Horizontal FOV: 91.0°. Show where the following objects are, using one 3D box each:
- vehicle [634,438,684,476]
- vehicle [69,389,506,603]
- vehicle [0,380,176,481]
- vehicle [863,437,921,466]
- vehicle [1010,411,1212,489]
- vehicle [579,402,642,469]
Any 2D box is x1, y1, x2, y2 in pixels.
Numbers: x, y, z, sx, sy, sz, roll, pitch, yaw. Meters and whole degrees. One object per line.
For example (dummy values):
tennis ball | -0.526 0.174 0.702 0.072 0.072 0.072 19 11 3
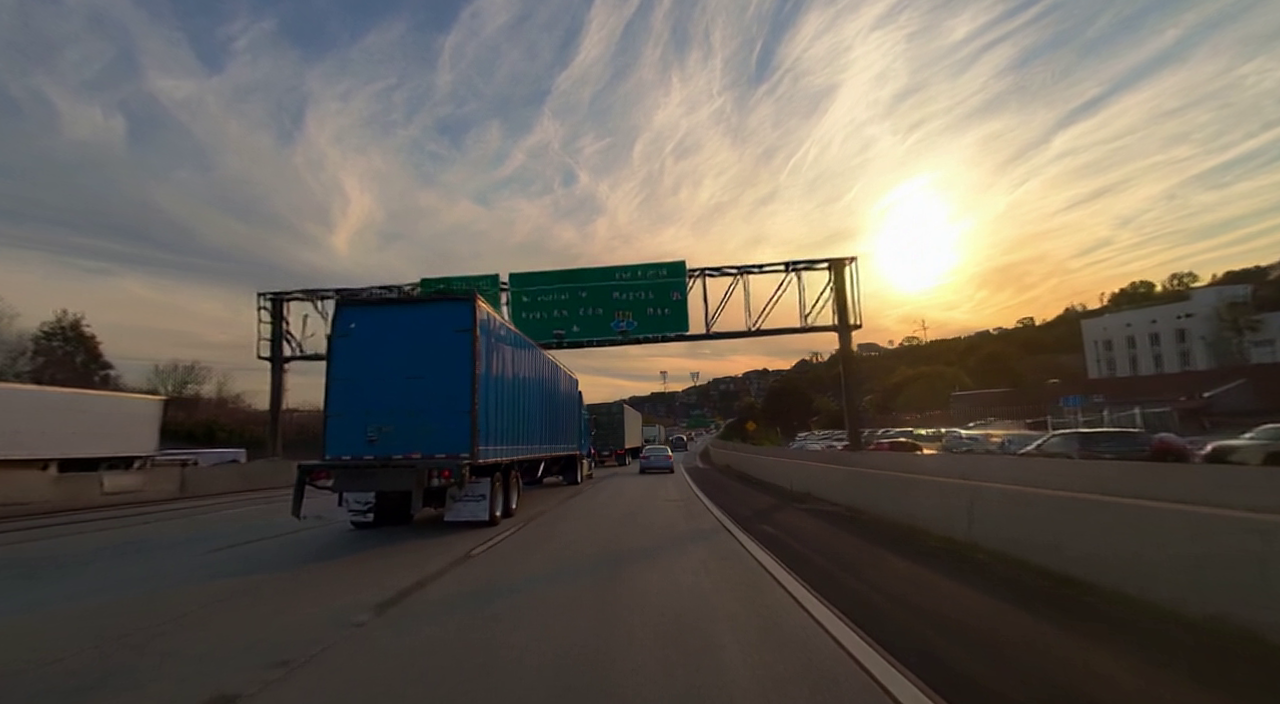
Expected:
vehicle | 0.922 4.886 29.514 2.178 1.640 4.071 -1 -9 3
vehicle | -3.345 1.457 7.105 2.896 1.779 3.441 0 -8 0
vehicle | -26.274 3.190 25.339 2.898 3.867 15.220 -1 -9 4
vehicle | 15.373 6.089 38.696 2.022 1.675 4.792 -1 -9 5
vehicle | 14.392 3.072 19.880 2.186 2.074 5.586 -1 -9 2
vehicle | -1.746 5.606 41.892 3.073 3.894 9.782 -1 -9 4
